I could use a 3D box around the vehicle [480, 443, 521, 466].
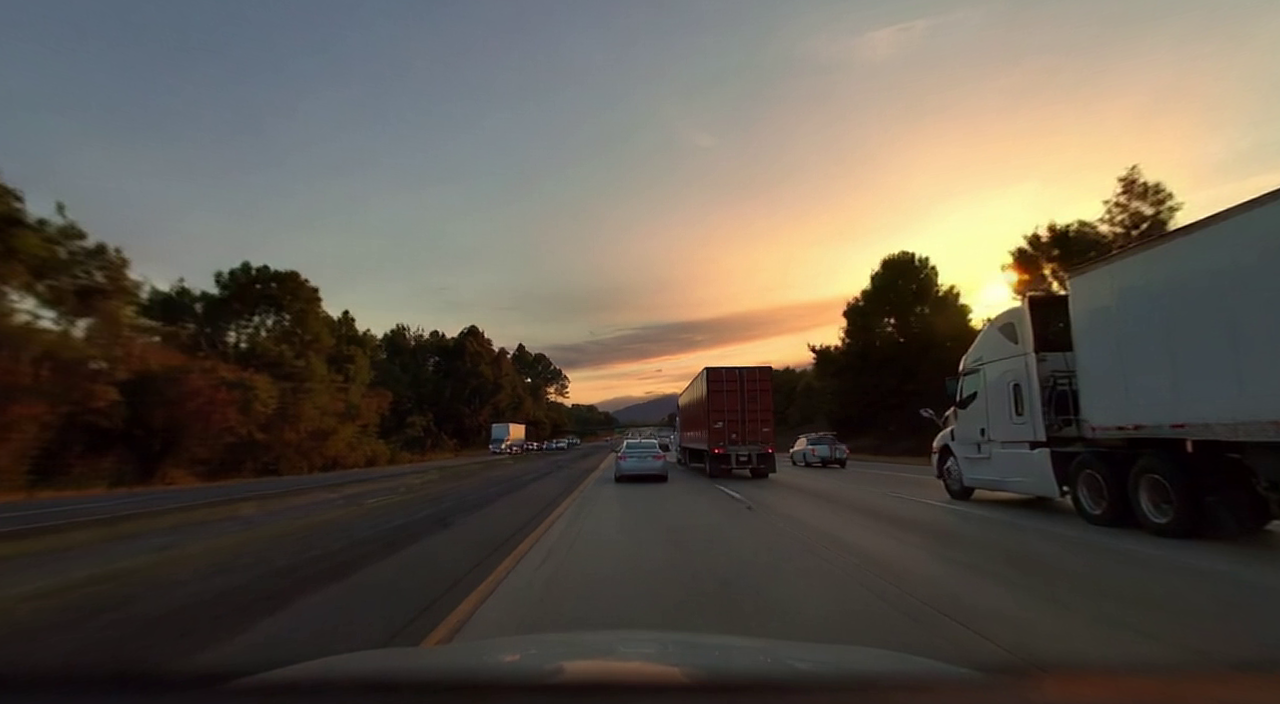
[{"bbox_3d":[-9.746,7.156,44.284,1.890,1.468,4.193,0,-8,1],"label":"vehicle"}]

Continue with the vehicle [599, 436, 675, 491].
[{"bbox_3d":[-0.128,3.276,18.984,2.038,1.477,3.773,0,-8,-2],"label":"vehicle"}]

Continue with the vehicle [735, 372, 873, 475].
[{"bbox_3d":[7.643,3.790,32.380,2.876,4.111,14.145,0,-8,-2],"label":"vehicle"}]

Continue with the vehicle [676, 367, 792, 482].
[{"bbox_3d":[3.775,3.508,29.640,2.888,4.099,14.183,0,-8,-2],"label":"vehicle"}]

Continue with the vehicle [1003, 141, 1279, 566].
[{"bbox_3d":[8.155,-0.327,3.909,3.110,4.308,14.260,0,-8,-1],"label":"vehicle"}]
